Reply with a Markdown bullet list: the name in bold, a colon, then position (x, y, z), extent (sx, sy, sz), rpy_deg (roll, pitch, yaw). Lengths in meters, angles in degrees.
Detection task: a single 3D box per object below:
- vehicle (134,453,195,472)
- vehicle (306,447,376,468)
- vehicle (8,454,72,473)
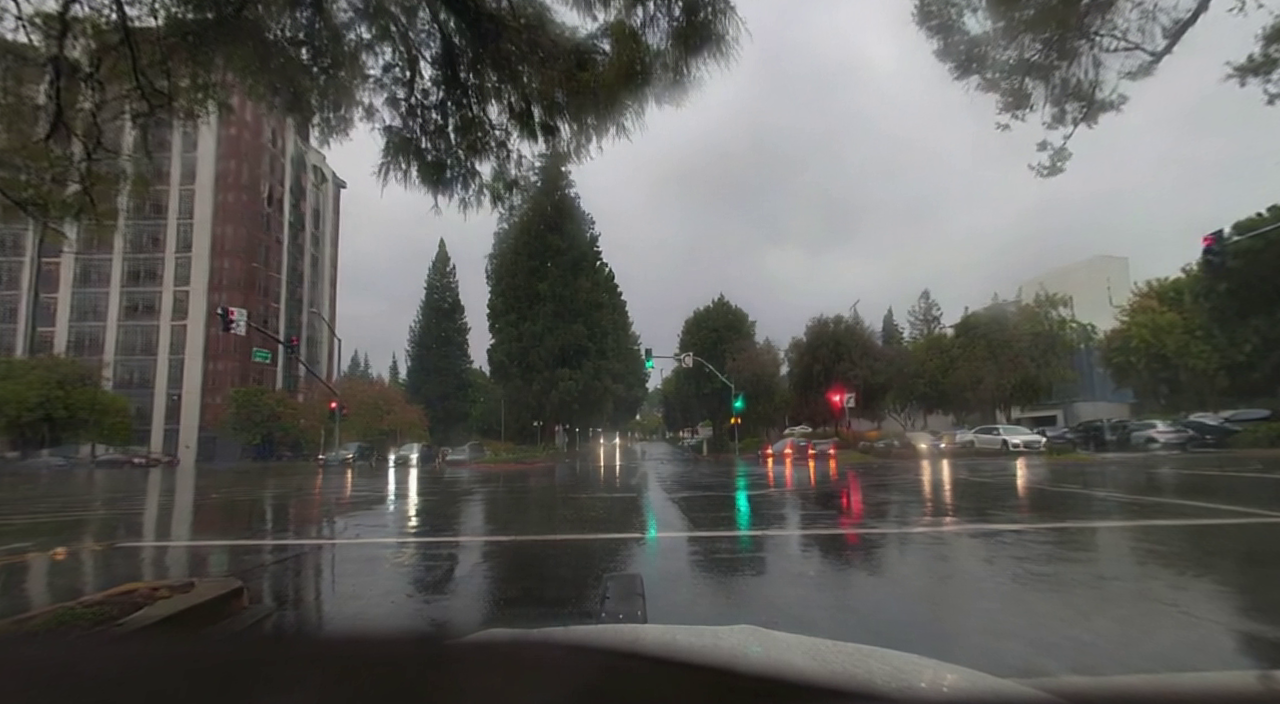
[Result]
- **vehicle**: position (-36.456, 8.470, 48.554), extent (1.709, 1.410, 3.945), rpy_deg (0, -9, -1)
- **vehicle**: position (-22.007, 7.770, 46.579), extent (4.207, 1.508, 1.875), rpy_deg (-1, -9, 2)
- **vehicle**: position (-46.387, 8.579, 48.894), extent (1.627, 1.392, 3.330), rpy_deg (0, -9, -1)
